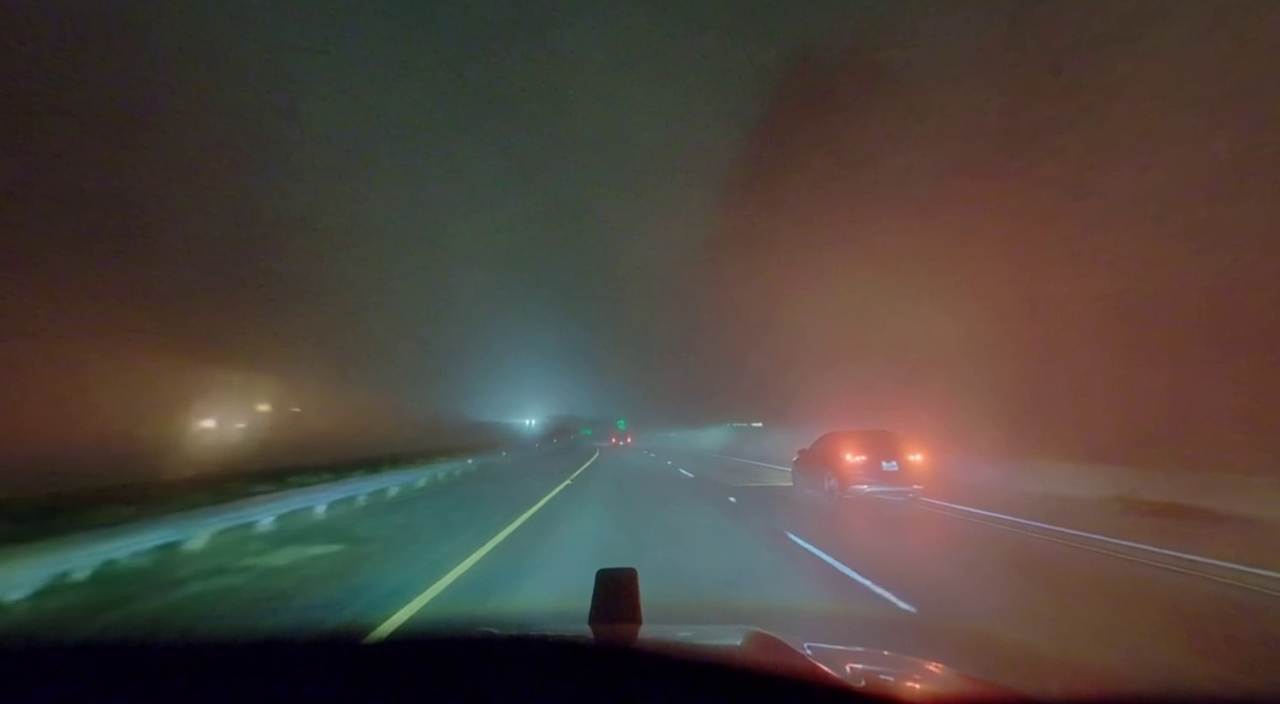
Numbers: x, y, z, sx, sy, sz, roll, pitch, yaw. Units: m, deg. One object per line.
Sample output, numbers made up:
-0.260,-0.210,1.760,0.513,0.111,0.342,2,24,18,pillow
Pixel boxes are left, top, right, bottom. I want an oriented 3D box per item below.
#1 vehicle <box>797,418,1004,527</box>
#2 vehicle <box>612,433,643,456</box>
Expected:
4.144,1.946,10.734,1.852,1.513,3.652,0,-8,-2,vehicle
-0.926,6.315,42.919,1.998,1.512,3.735,1,-8,-3,vehicle
